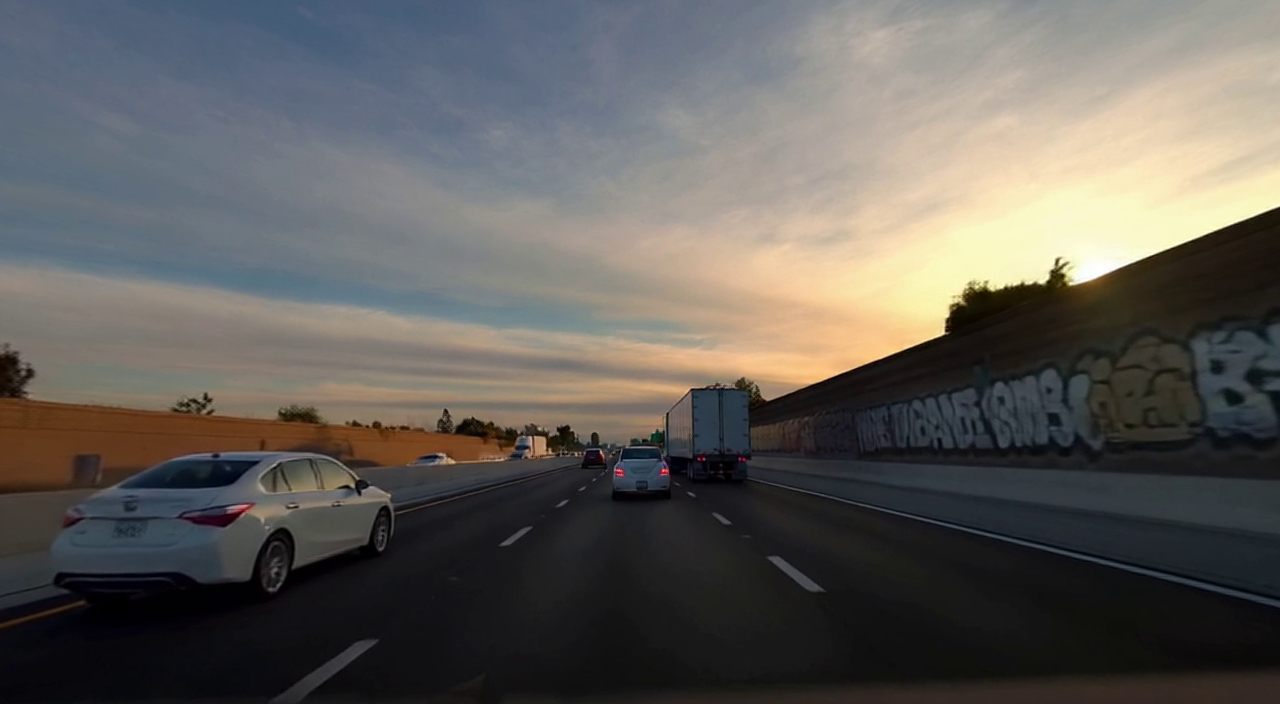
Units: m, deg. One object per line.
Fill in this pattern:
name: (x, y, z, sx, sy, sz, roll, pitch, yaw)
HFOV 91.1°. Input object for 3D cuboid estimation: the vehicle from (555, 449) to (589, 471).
vehicle: (-4.929, 7.941, 46.327, 2.067, 1.481, 4.085, 0, -9, 0)

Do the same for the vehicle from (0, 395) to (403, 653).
vehicle: (-4.433, 1.534, 6.739, 1.988, 1.750, 4.711, 0, -9, -1)

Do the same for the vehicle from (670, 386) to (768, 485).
vehicle: (3.537, 4.452, 32.747, 2.902, 4.014, 14.446, 0, -9, -1)

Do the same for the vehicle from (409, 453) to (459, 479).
vehicle: (-12.191, 6.762, 37.461, 1.767, 1.418, 3.555, 0, -9, 0)

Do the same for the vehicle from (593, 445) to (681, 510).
vehicle: (-0.117, 3.200, 16.584, 2.033, 1.468, 4.015, 0, -9, -1)
